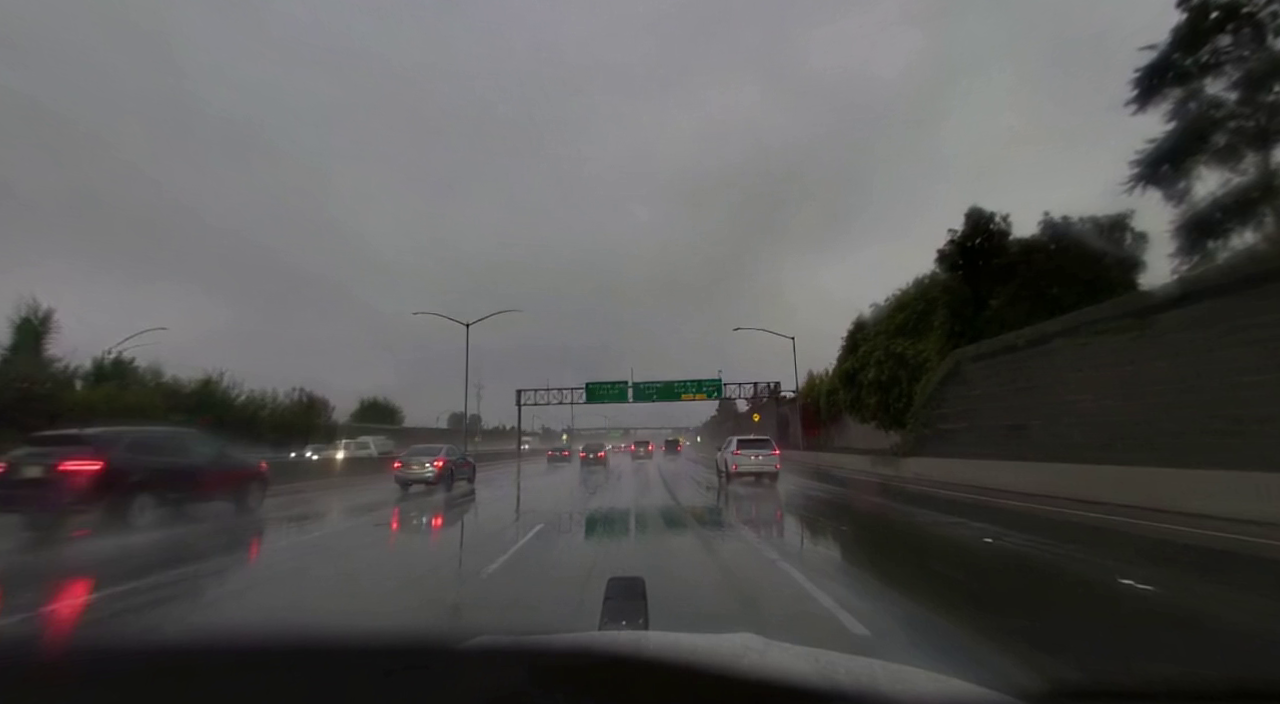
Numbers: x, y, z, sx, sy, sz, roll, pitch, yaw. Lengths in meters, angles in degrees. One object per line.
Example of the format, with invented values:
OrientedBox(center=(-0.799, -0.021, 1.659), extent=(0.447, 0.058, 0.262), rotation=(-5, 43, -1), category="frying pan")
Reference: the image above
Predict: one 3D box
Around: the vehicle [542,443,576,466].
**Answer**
OrientedBox(center=(-6.084, 7.721, 47.766), extent=(1.992, 1.604, 3.966), rotation=(0, -8, 1), category="vehicle")

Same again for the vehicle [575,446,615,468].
OrientedBox(center=(-2.952, 7.012, 42.290), extent=(2.205, 1.406, 4.286), rotation=(0, -8, 2), category="vehicle")

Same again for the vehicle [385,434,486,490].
OrientedBox(center=(-6.691, 3.632, 21.149), extent=(1.946, 1.688, 4.019), rotation=(0, -8, 1), category="vehicle")

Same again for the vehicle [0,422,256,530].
OrientedBox(center=(-11.130, 2.537, 13.604), extent=(2.292, 1.848, 5.285), rotation=(0, -8, 0), category="vehicle")

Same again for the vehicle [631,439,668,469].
OrientedBox(center=(0.580, 6.197, 38.508), extent=(2.133, 1.739, 3.925), rotation=(0, -8, 1), category="vehicle")

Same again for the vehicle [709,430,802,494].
OrientedBox(center=(3.590, 3.505, 20.547), extent=(2.083, 1.823, 4.627), rotation=(0, -8, -1), category="vehicle")
